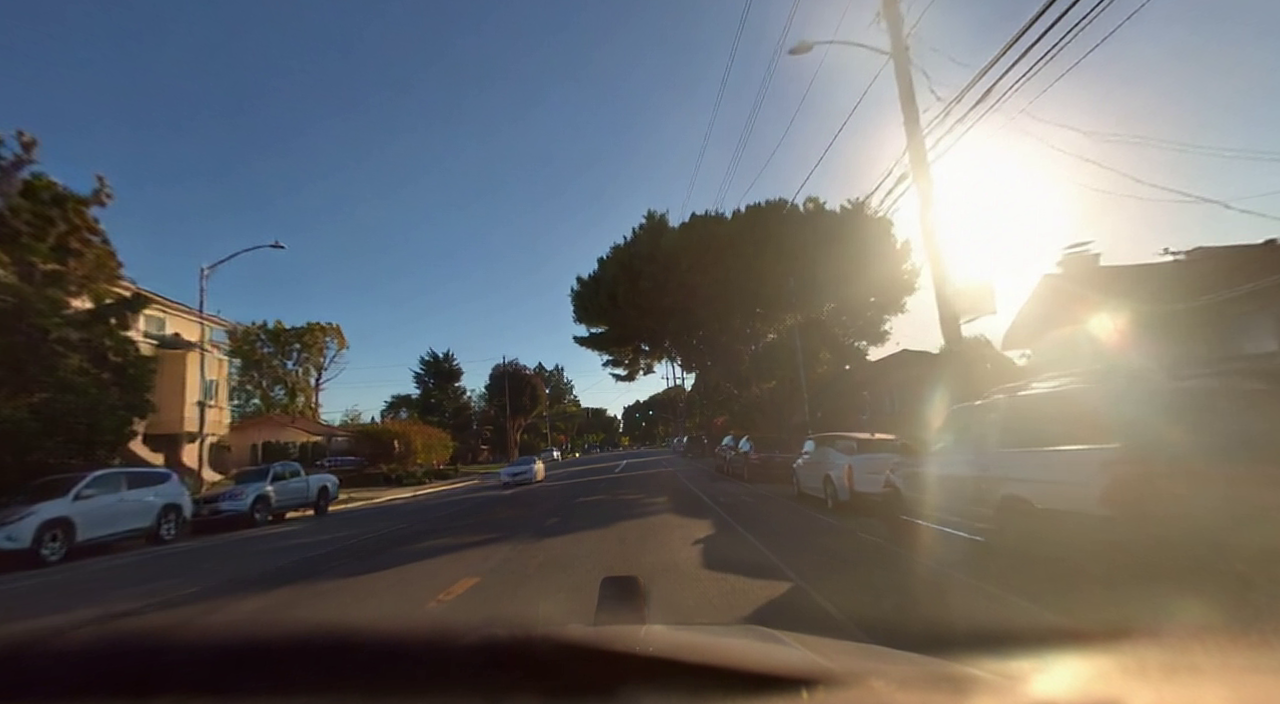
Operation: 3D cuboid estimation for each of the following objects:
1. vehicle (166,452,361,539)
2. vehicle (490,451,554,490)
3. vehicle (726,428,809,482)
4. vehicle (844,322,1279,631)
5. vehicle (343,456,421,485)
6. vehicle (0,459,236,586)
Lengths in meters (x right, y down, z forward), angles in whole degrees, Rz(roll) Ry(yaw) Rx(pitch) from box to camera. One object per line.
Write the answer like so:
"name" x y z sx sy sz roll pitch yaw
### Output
"vehicle" -10.765 4.075 18.816 2.282 2.060 5.738 0 -8 0
"vehicle" -5.333 5.396 29.113 1.948 1.502 4.434 -3 -8 1
"vehicle" 4.626 3.818 23.655 1.980 1.773 4.853 0 -8 -1
"vehicle" 4.437 1.246 7.251 2.330 2.160 5.550 0 -8 0
"vehicle" -18.472 8.443 45.339 4.676 1.846 1.967 8 -11 -43
"vehicle" -11.051 3.164 12.730 2.089 1.837 5.499 -1 -8 1
